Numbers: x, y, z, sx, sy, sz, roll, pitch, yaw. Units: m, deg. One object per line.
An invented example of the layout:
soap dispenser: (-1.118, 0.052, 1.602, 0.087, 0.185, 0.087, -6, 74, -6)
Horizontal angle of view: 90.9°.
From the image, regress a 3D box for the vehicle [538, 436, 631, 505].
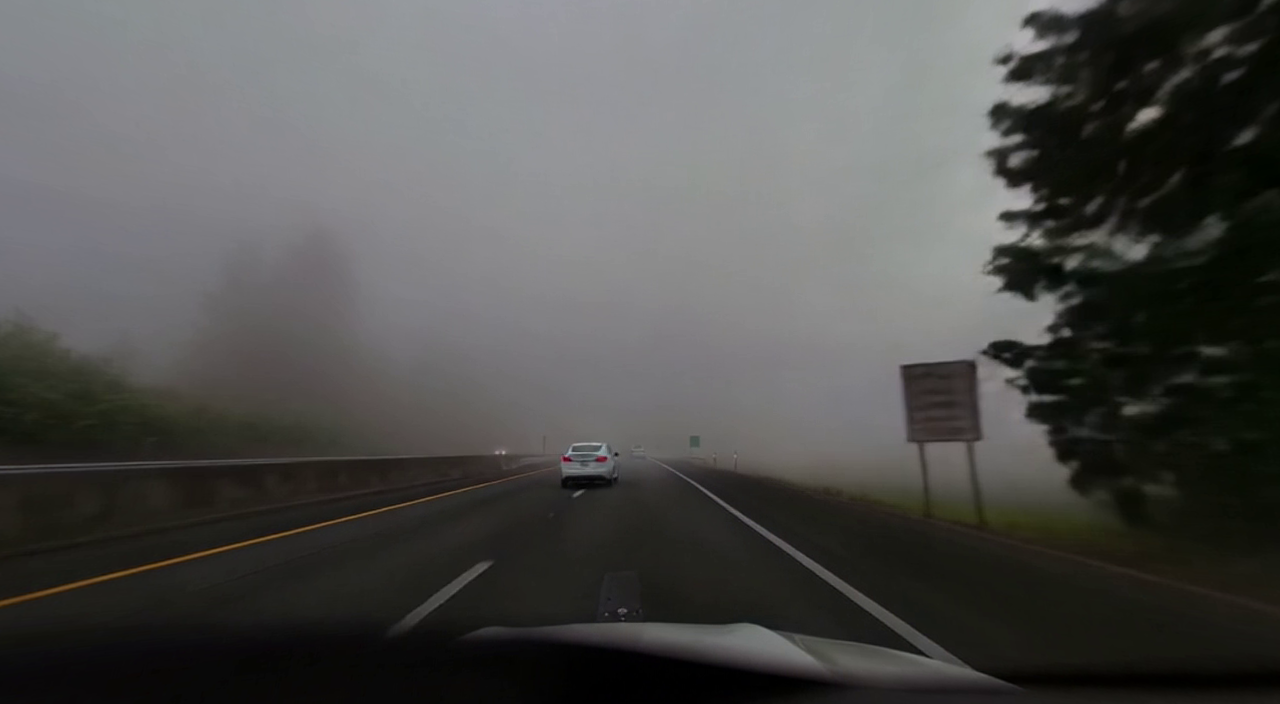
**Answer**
vehicle: (-1.424, 3.317, 18.045, 2.135, 1.686, 4.517, -1, -9, 2)
